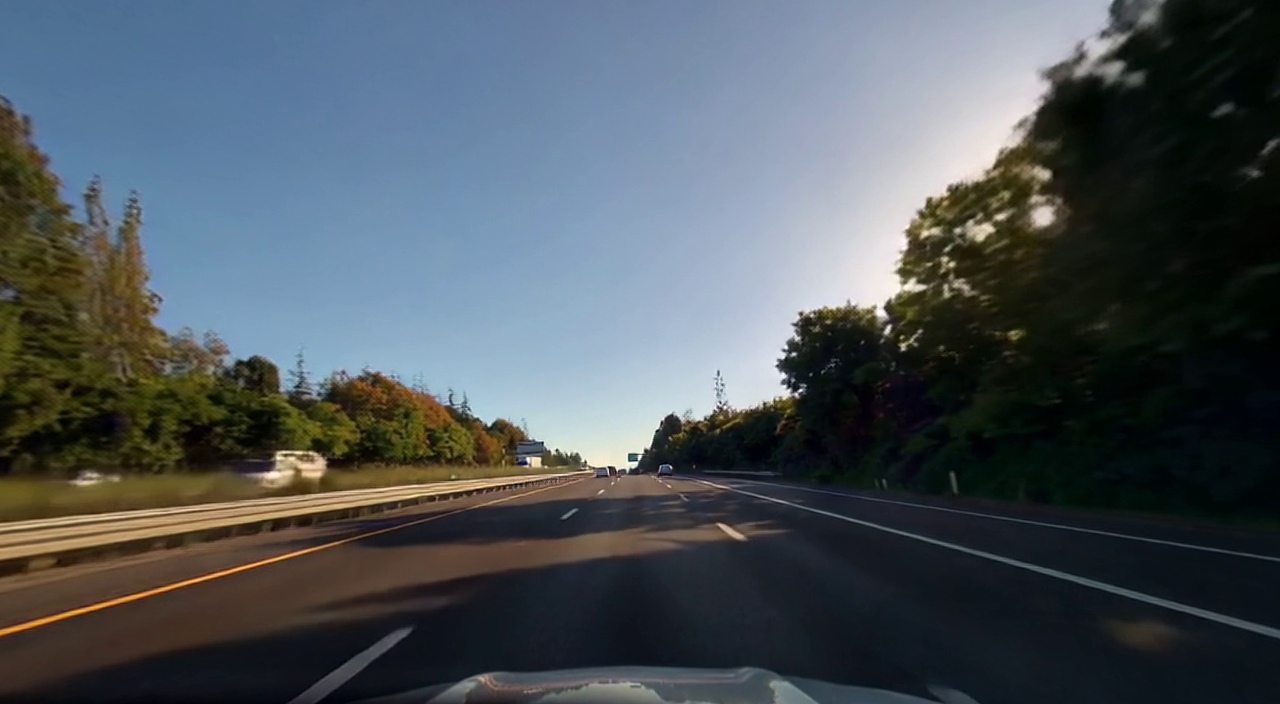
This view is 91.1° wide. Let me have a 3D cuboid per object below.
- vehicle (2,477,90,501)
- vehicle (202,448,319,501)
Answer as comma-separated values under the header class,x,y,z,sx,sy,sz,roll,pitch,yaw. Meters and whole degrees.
class,x,y,z,sx,sy,sz,roll,pitch,yaw
vehicle,-40.755,9.388,43.235,1.813,1.484,4.336,1,-10,0
vehicle,-20.614,6.706,34.581,2.548,2.580,6.084,1,-10,0
